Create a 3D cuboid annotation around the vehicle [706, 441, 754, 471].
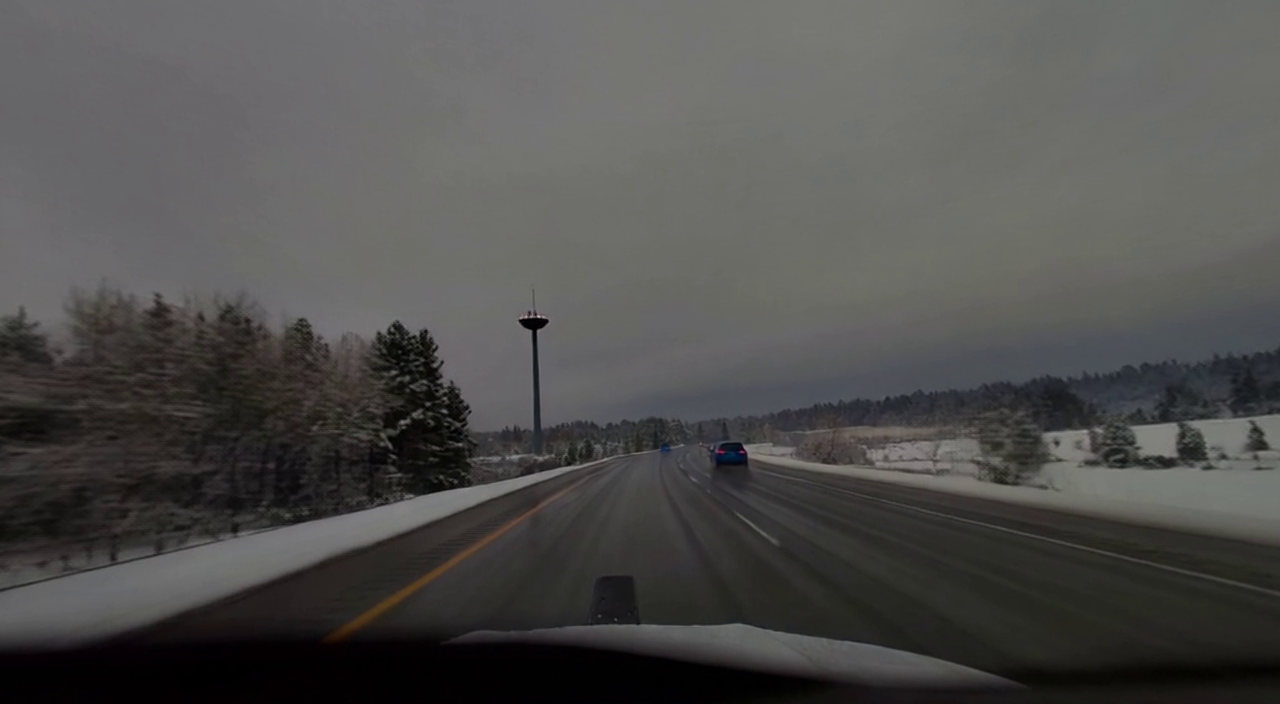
[{"bbox_3d":[4.789,5.600,34.265,2.030,1.526,4.165,0,-8,1],"label":"vehicle"}]
